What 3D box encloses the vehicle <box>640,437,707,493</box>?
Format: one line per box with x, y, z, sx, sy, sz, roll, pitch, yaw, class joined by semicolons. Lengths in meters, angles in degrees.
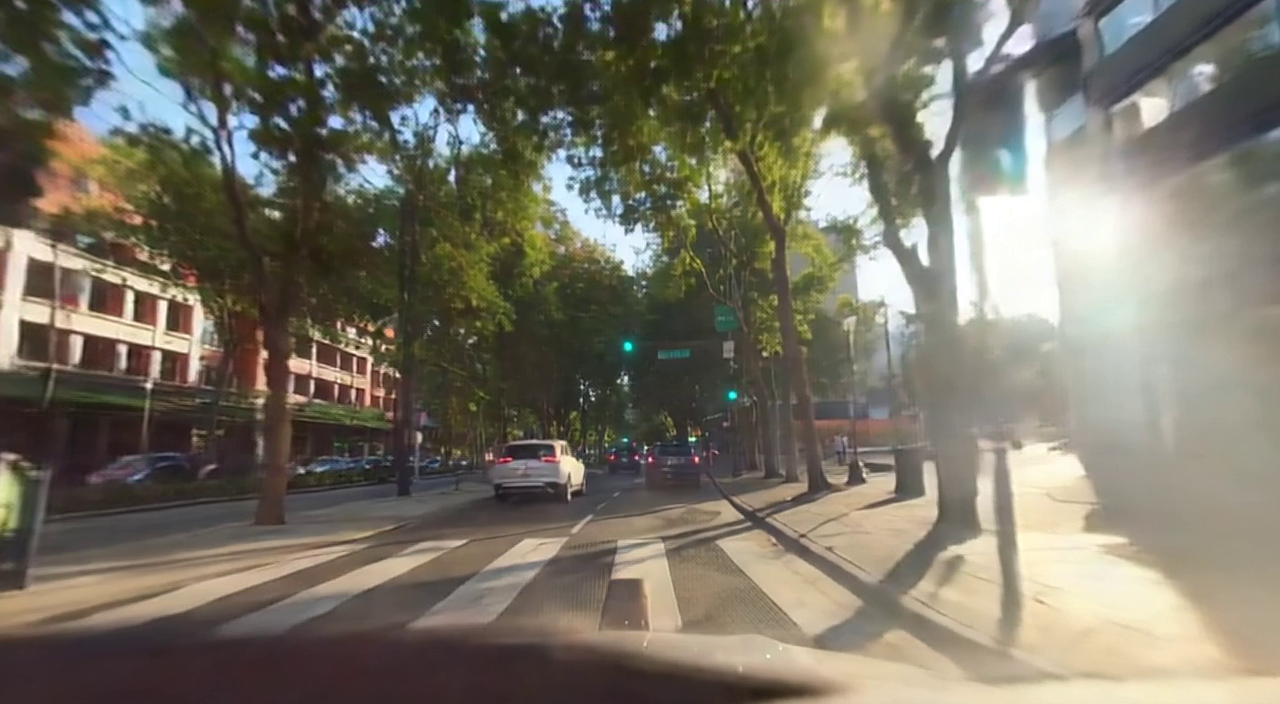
1.128;3.849;21.912;2.120;1.758;3.917;0;-8;2;vehicle

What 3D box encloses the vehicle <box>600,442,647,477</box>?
-0.857;6.043;35.890;2.220;1.847;4.587;-1;-8;4;vehicle

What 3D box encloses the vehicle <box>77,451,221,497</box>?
-24.648;6.074;32.082;2.144;1.993;6.287;0;-8;1;vehicle

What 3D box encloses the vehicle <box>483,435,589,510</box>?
-2.598;3.103;16.754;1.940;1.722;3.823;-1;-8;4;vehicle
